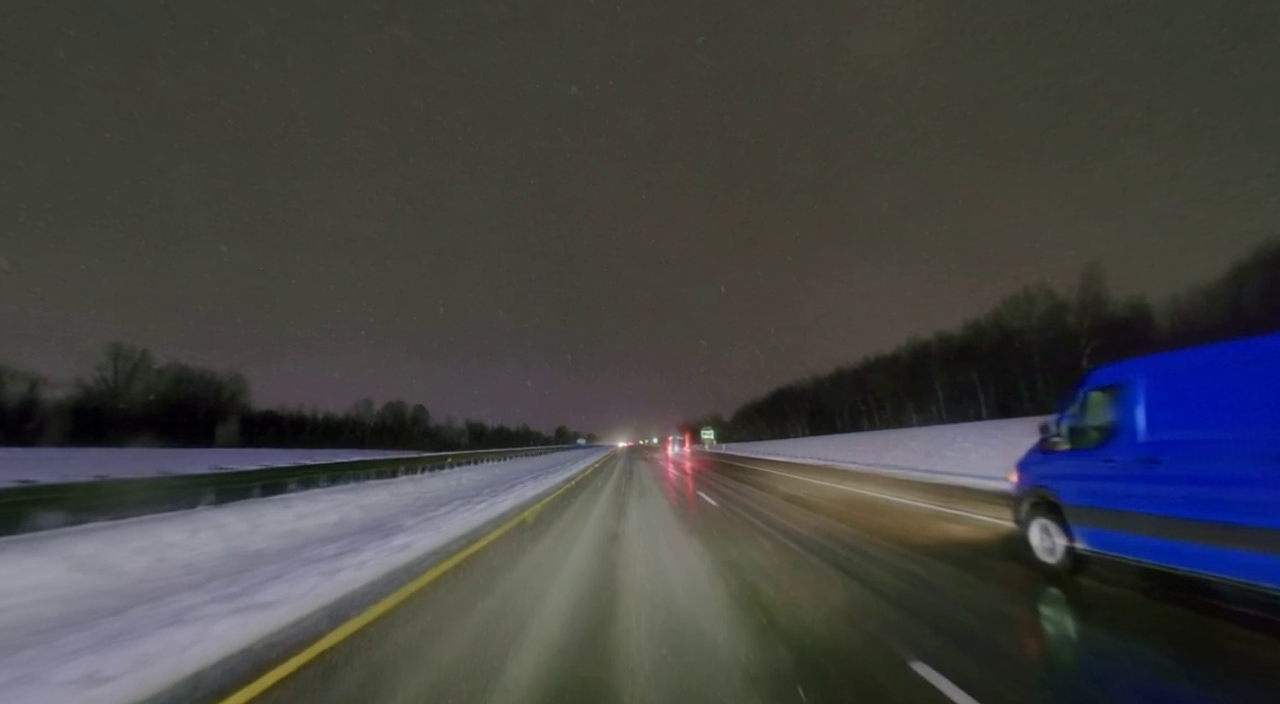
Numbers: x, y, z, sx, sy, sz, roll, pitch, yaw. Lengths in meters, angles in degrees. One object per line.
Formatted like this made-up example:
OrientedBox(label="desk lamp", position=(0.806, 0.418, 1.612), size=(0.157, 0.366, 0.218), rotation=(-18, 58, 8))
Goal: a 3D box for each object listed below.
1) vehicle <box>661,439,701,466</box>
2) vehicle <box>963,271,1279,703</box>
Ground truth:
OrientedBox(label="vehicle", position=(2.299, 5.824, 36.573), size=(2.005, 1.466, 3.739), rotation=(0, -8, -1))
OrientedBox(label="vehicle", position=(4.168, 0.697, 3.393), size=(2.269, 2.048, 4.679), rotation=(0, -8, -1))
